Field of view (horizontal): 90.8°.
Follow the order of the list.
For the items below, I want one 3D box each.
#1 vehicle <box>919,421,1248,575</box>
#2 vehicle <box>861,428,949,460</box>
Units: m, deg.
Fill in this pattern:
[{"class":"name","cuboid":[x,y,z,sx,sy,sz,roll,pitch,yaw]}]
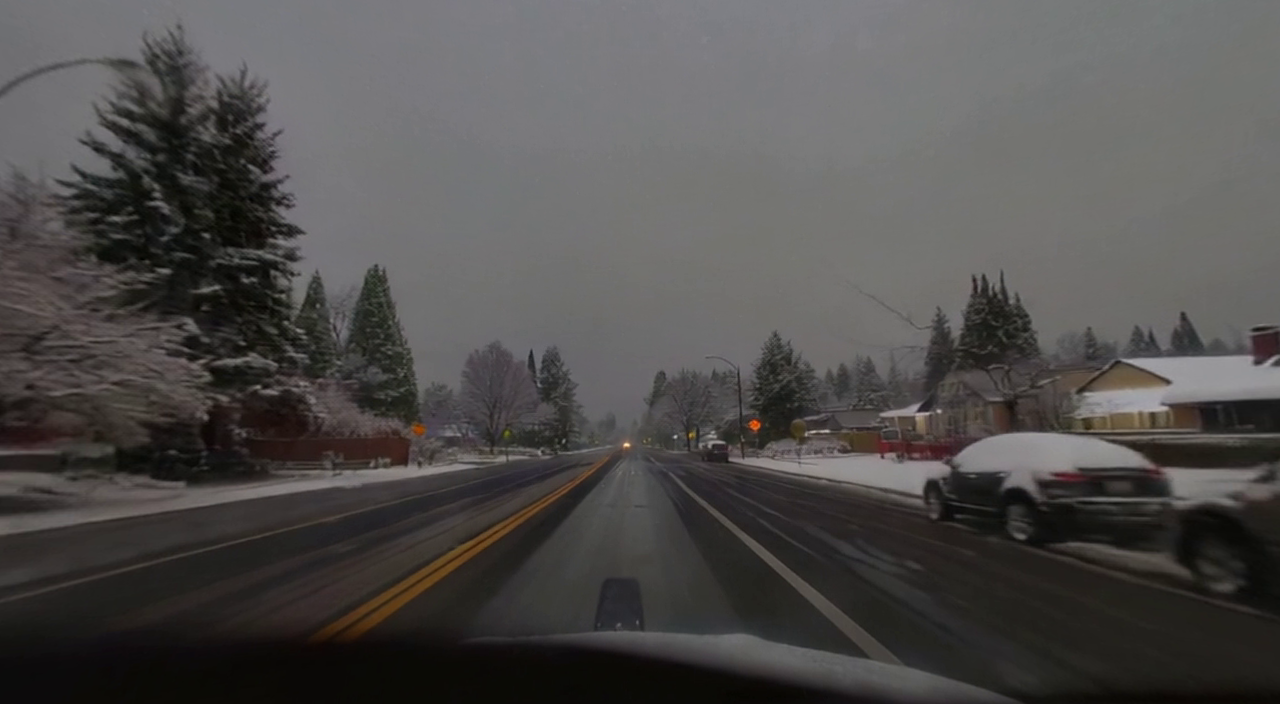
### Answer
[{"class":"vehicle","cuboid":[6.497,2.135,10.067,2.108,1.897,4.180,0,-8,-1]},{"class":"vehicle","cuboid":[17.906,6.279,42.942,4.937,2.091,2.263,0,-8,1]}]
